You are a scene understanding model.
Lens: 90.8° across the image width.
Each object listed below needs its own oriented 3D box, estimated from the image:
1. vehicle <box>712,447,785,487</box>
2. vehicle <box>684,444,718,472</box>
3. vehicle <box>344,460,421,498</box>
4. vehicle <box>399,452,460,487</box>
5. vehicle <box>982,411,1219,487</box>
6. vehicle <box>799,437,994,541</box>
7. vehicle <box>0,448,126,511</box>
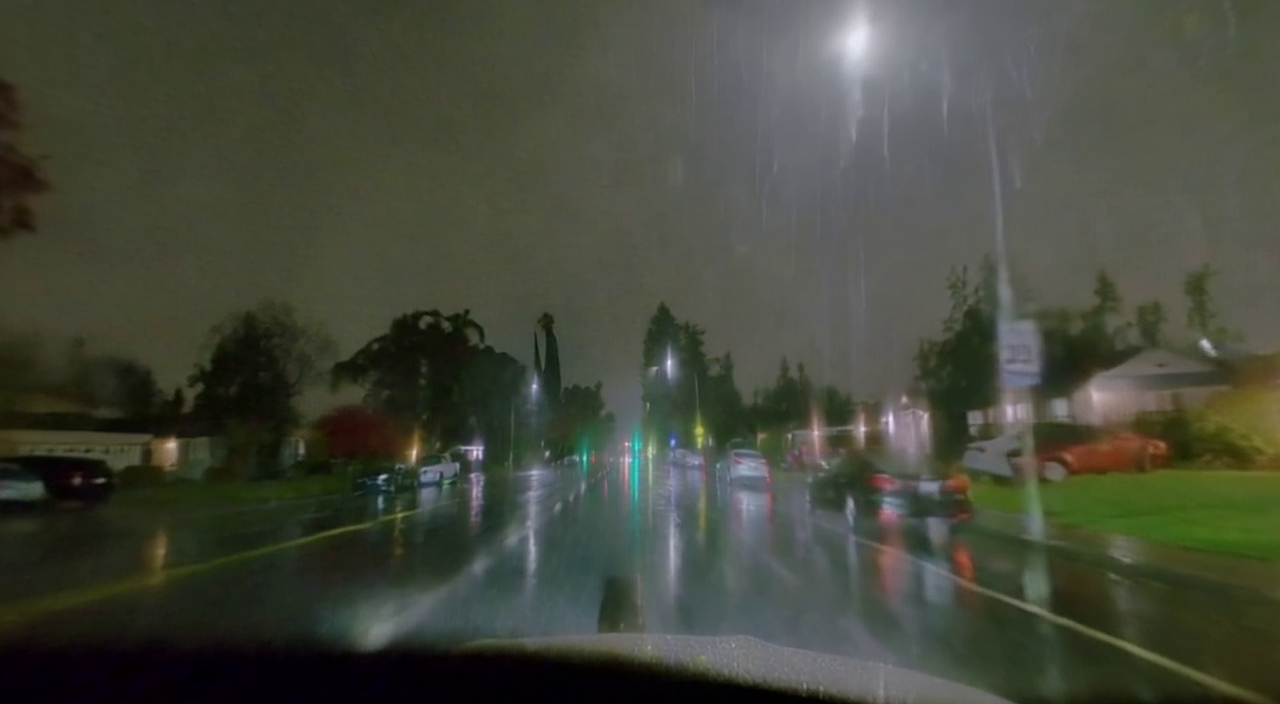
[{"bbox_3d":[4.520,4.859,27.109,2.035,1.498,4.910,-1,-9,-3],"label":"vehicle"},{"bbox_3d":[4.214,7.431,44.556,2.074,1.838,5.402,0,-8,2],"label":"vehicle"},{"bbox_3d":[-12.827,6.312,31.823,1.925,1.498,4.850,-4,-8,-1],"label":"vehicle"},{"bbox_3d":[-12.796,7.180,38.766,2.075,1.917,4.984,-1,-10,0],"label":"vehicle"},{"bbox_3d":[12.639,2.732,17.657,4.850,1.610,1.980,-5,-10,3],"label":"vehicle"},{"bbox_3d":[4.686,2.602,12.533,1.934,1.546,5.009,2,-10,2],"label":"vehicle"},{"bbox_3d":[-21.360,4.344,21.912,5.005,1.796,2.268,3,-9,3],"label":"vehicle"}]
